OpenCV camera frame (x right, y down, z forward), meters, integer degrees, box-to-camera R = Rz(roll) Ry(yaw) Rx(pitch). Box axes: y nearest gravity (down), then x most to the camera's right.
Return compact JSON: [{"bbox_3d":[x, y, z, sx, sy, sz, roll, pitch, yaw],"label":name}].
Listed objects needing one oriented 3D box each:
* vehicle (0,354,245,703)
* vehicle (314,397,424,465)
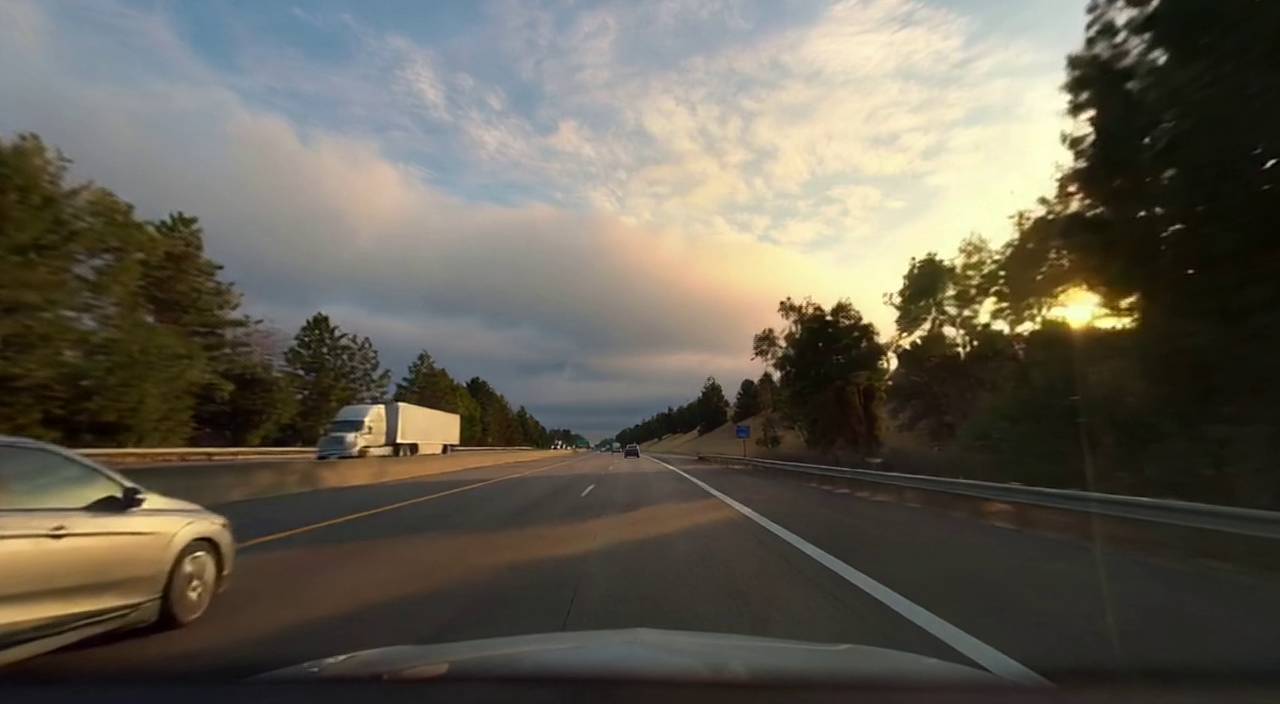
[{"bbox_3d":[-3.995,0.807,2.371,2.111,1.717,4.426,0,-9,0],"label":"vehicle"},{"bbox_3d":[-17.652,5.413,42.044,3.032,3.990,10.140,0,-9,-1],"label":"vehicle"}]
